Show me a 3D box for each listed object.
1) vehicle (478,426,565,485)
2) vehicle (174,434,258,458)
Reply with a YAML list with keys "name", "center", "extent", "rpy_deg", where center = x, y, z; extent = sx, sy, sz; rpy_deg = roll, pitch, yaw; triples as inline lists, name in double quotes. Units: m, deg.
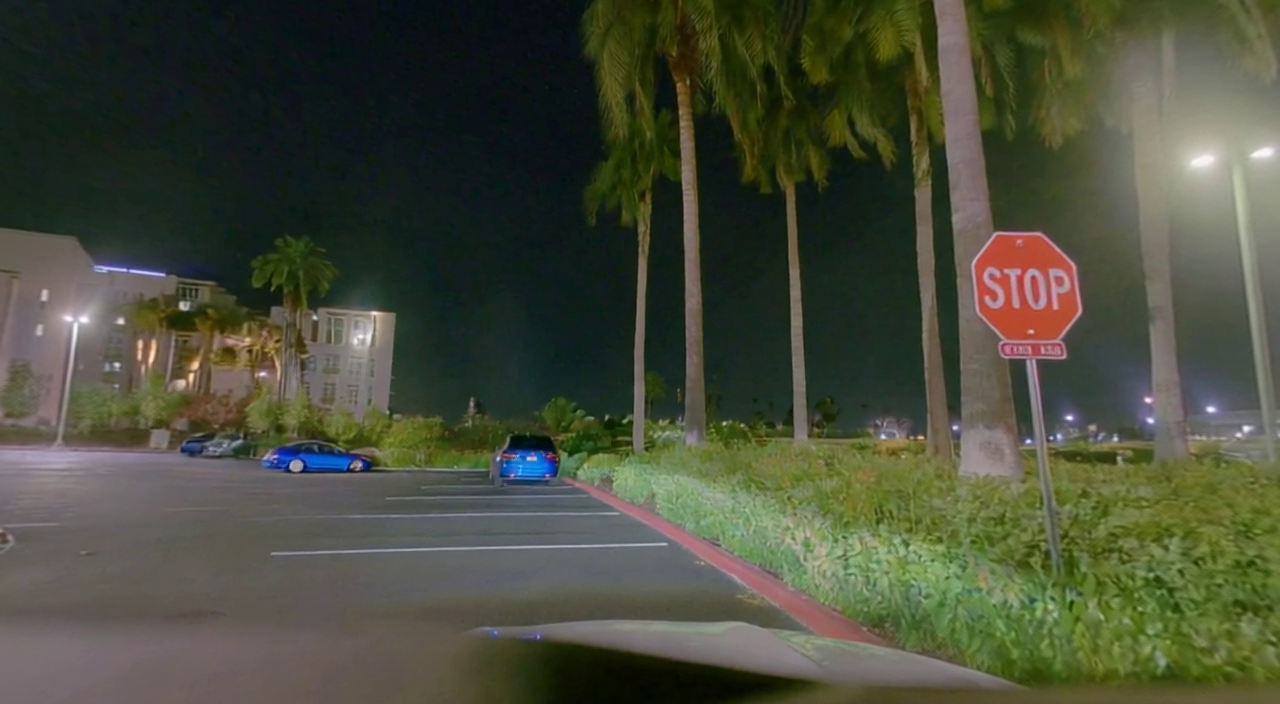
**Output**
- name: "vehicle"
  center: [-4.013, 3.366, 20.825]
  extent: [2.071, 1.700, 4.367]
  rpy_deg: [3, -9, -20]
- name: "vehicle"
  center: [-28.402, 6.330, 42.431]
  extent: [4.457, 1.552, 1.748]
  rpy_deg: [6, -10, -33]
